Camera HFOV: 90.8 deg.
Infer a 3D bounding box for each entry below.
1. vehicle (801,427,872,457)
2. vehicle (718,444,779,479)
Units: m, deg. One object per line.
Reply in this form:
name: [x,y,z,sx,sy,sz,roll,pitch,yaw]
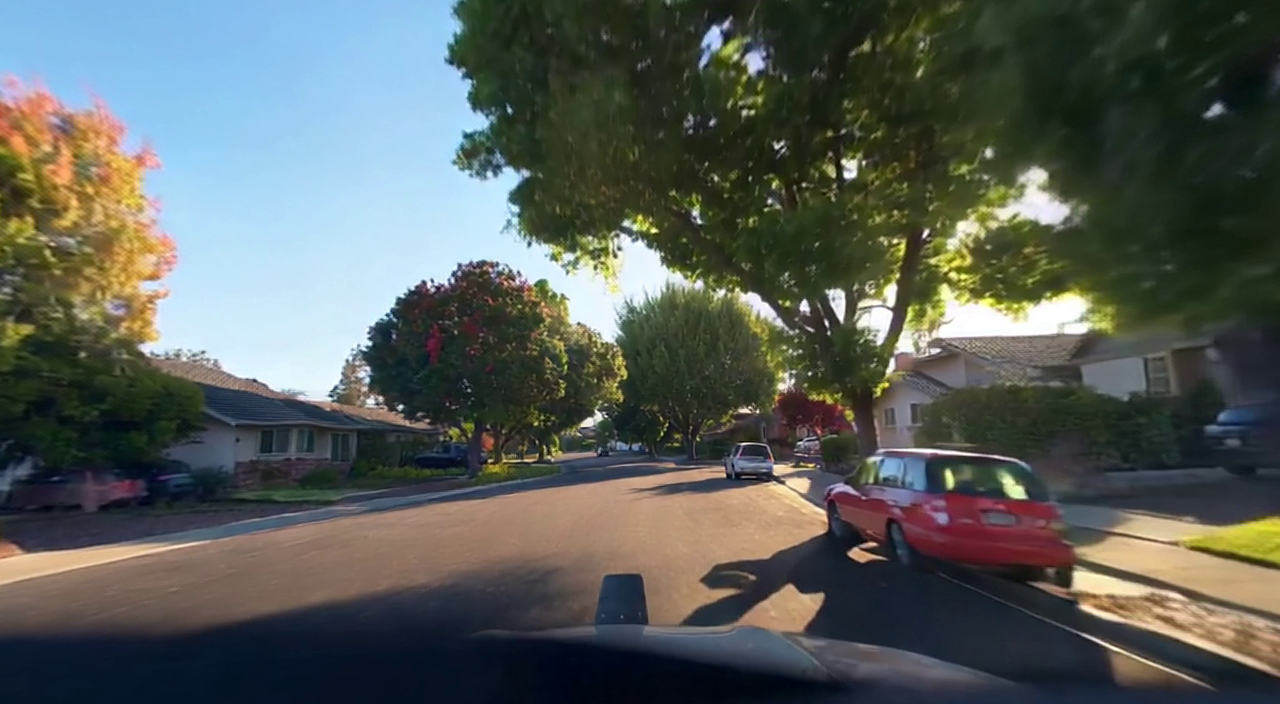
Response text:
vehicle: [14.298,6.580,46.089,4.421,1.703,1.927,-5,-8,-5]
vehicle: [5.081,5.212,30.320,2.088,1.522,4.449,0,-9,0]
